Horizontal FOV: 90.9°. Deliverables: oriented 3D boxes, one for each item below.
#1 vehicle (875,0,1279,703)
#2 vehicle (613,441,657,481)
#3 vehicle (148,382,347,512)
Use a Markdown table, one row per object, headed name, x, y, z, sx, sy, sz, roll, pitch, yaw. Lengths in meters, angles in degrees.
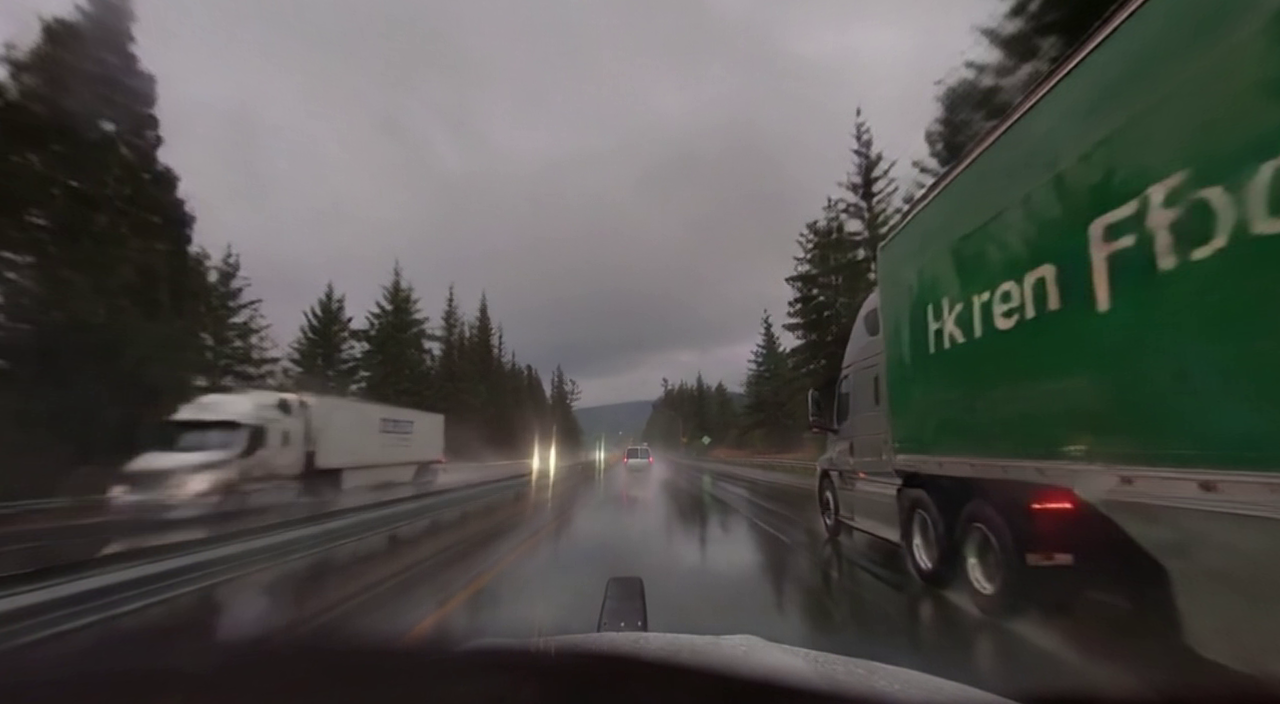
| name | x | y | z | sx | sy | sz | roll | pitch | yaw |
| --- | --- | --- | --- | --- | --- | --- | --- | --- | --- |
| vehicle | 4.283 | -0.536 | 0.779 | 3.030 | 3.985 | 12.707 | 0 | -9 | 0 |
| vehicle | -0.235 | 5.474 | 31.905 | 2.105 | 1.865 | 4.102 | 0 | -9 | 0 |
| vehicle | -13.444 | 3.360 | 22.392 | 3.008 | 3.963 | 5.909 | 0 | -9 | 0 |
